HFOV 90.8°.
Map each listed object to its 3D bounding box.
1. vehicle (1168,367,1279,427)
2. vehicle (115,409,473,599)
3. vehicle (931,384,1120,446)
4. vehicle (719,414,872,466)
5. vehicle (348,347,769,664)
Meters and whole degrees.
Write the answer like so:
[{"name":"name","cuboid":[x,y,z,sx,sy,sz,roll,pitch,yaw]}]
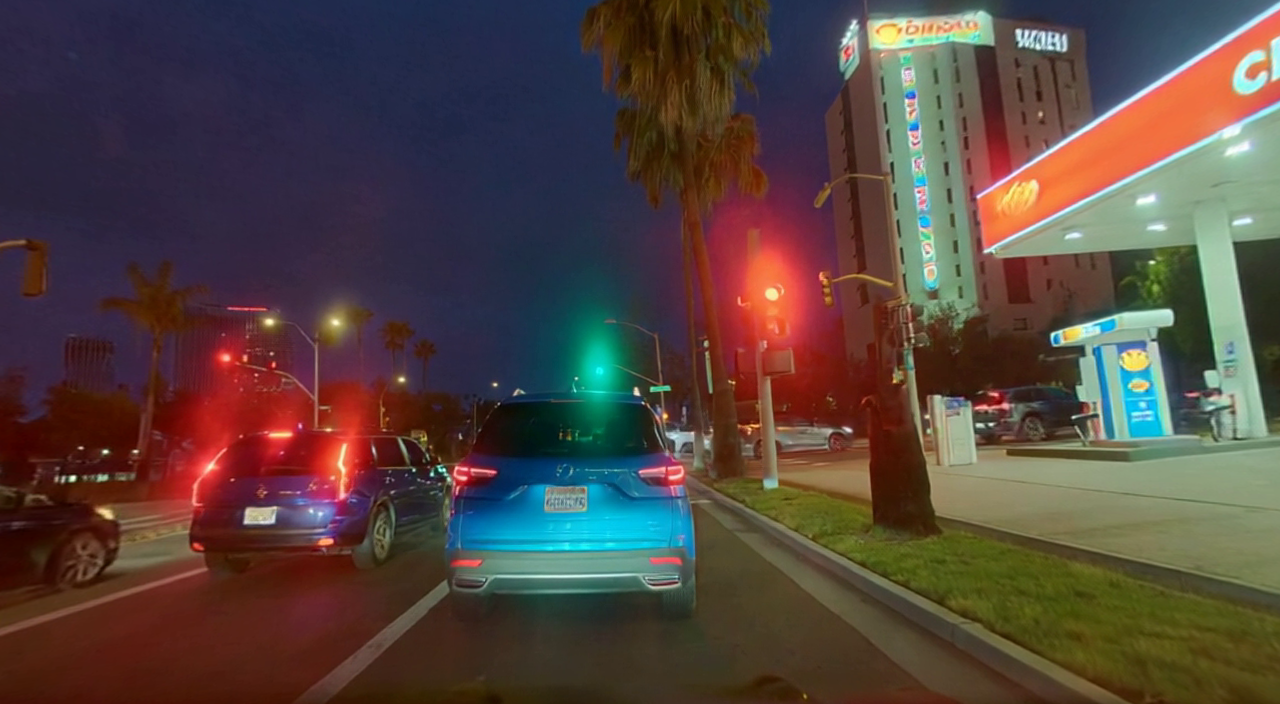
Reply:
[{"name":"vehicle","cuboid":[22.687,1.688,22.935,5.033,1.999,2.259,0,-8,-4]},{"name":"vehicle","cuboid":[-3.813,1.750,8.335,2.097,1.692,5.030,0,-8,-3]},{"name":"vehicle","cuboid":[13.561,2.290,22.468,5.307,2.076,2.122,0,-8,-3]},{"name":"vehicle","cuboid":[5.265,3.052,21.893,4.712,1.706,1.956,0,-8,-3]},{"name":"vehicle","cuboid":[-0.545,1.266,6.317,2.519,1.913,4.819,0,-8,-2]}]
